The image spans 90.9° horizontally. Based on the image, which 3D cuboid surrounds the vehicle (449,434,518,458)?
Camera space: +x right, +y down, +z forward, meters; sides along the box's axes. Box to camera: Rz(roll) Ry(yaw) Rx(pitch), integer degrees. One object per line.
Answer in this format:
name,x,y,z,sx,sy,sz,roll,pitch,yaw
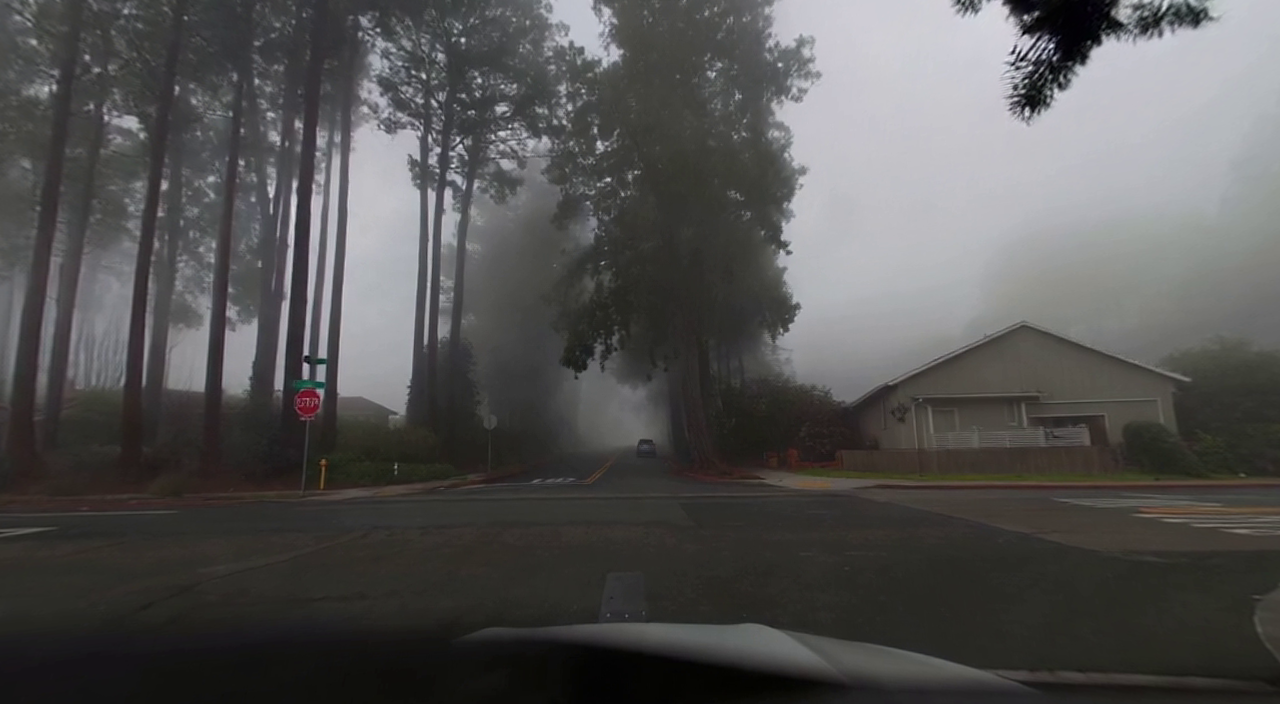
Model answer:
vehicle,-11.683,7.062,47.301,4.622,1.782,1.836,0,-8,1
